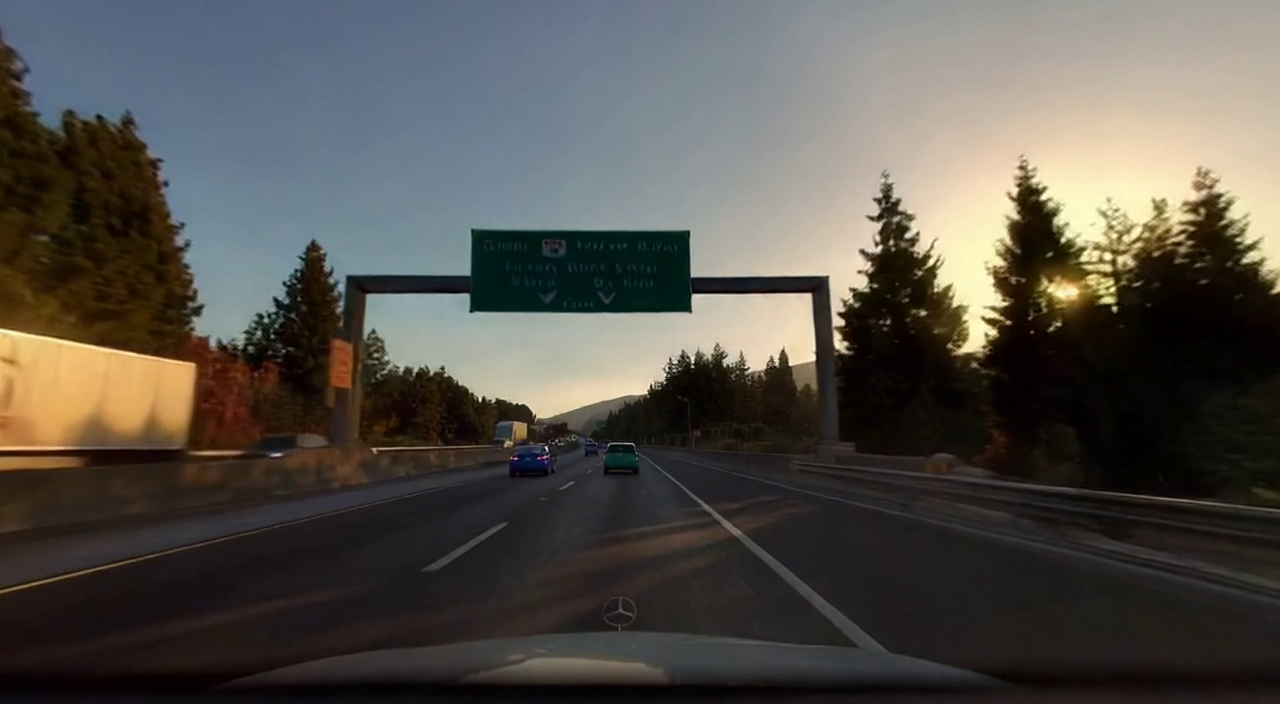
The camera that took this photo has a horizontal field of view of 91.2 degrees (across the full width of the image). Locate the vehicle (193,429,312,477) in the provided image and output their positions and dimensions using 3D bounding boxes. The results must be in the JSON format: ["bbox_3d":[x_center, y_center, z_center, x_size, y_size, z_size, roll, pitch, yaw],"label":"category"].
[{"bbox_3d":[-14.104,3.710,23.117,1.866,1.584,3.939,-1,-9,-1],"label":"vehicle"}]

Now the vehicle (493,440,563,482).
[{"bbox_3d":[-4.647,4.597,26.655,2.103,1.588,4.709,-1,-9,0],"label":"vehicle"}]

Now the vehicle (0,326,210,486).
[{"bbox_3d":[-17.830,1.504,16.750,2.895,4.041,14.097,0,-9,-1],"label":"vehicle"}]

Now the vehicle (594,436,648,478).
[{"bbox_3d":[-0.848,4.715,28.223,2.220,1.711,4.056,0,-9,-1],"label":"vehicle"}]
